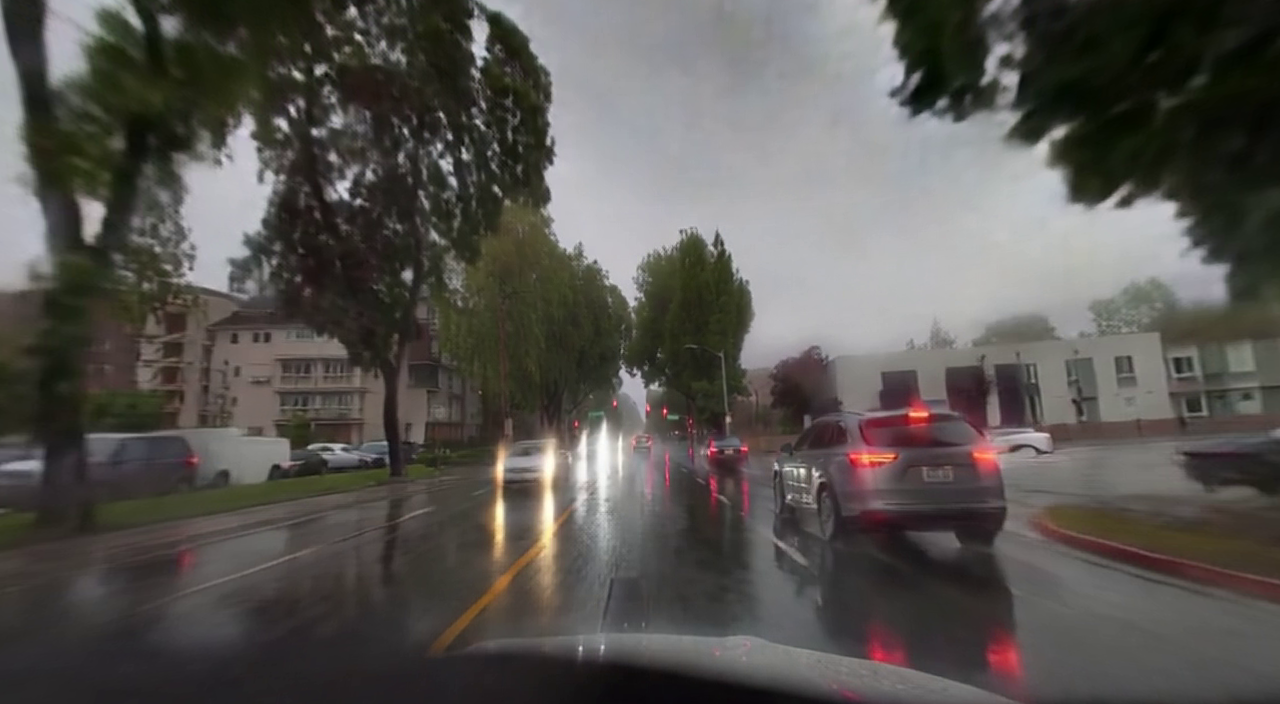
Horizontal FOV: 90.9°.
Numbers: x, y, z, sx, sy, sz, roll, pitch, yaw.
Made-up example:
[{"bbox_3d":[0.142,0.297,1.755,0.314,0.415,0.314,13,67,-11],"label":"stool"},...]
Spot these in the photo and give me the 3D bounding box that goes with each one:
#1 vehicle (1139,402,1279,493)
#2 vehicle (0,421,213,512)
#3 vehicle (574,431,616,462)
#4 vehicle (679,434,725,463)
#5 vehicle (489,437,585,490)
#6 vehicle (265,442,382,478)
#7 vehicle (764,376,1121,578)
[{"bbox_3d":[12.404,1.781,11.906,4.022,1.550,2.199,-1,-8,2],"label":"vehicle"},{"bbox_3d":[-14.874,2.990,17.024,5.135,2.059,2.468,4,-10,-43],"label":"vehicle"},{"bbox_3d":[-2.931,6.378,42.700,2.304,1.886,6.516,-1,-8,1],"label":"vehicle"},{"bbox_3d":[3.464,5.485,36.076,2.072,1.471,4.834,0,-8,-1],"label":"vehicle"},{"bbox_3d":[-3.079,3.429,19.868,2.133,1.439,4.280,-1,-8,2],"label":"vehicle"},{"bbox_3d":[-14.355,4.867,28.727,4.318,1.483,1.994,7,-10,-41],"label":"vehicle"},{"bbox_3d":[3.324,1.513,8.507,2.251,1.861,5.144,0,-8,0],"label":"vehicle"}]
